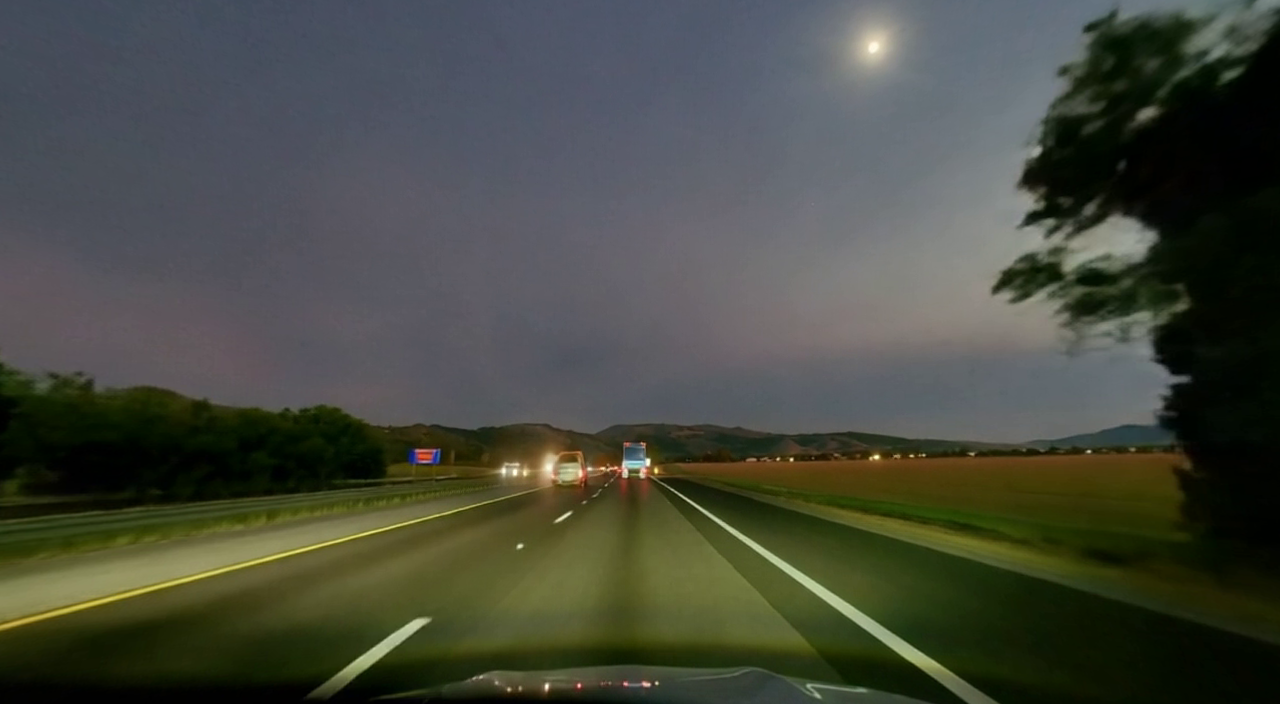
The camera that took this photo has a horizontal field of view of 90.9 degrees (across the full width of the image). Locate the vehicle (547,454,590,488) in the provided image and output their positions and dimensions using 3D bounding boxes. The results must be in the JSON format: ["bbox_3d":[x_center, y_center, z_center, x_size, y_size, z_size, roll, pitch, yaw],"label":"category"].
[{"bbox_3d":[-4.446,7.543,40.072,2.208,1.973,4.716,1,-10,0],"label":"vehicle"}]
